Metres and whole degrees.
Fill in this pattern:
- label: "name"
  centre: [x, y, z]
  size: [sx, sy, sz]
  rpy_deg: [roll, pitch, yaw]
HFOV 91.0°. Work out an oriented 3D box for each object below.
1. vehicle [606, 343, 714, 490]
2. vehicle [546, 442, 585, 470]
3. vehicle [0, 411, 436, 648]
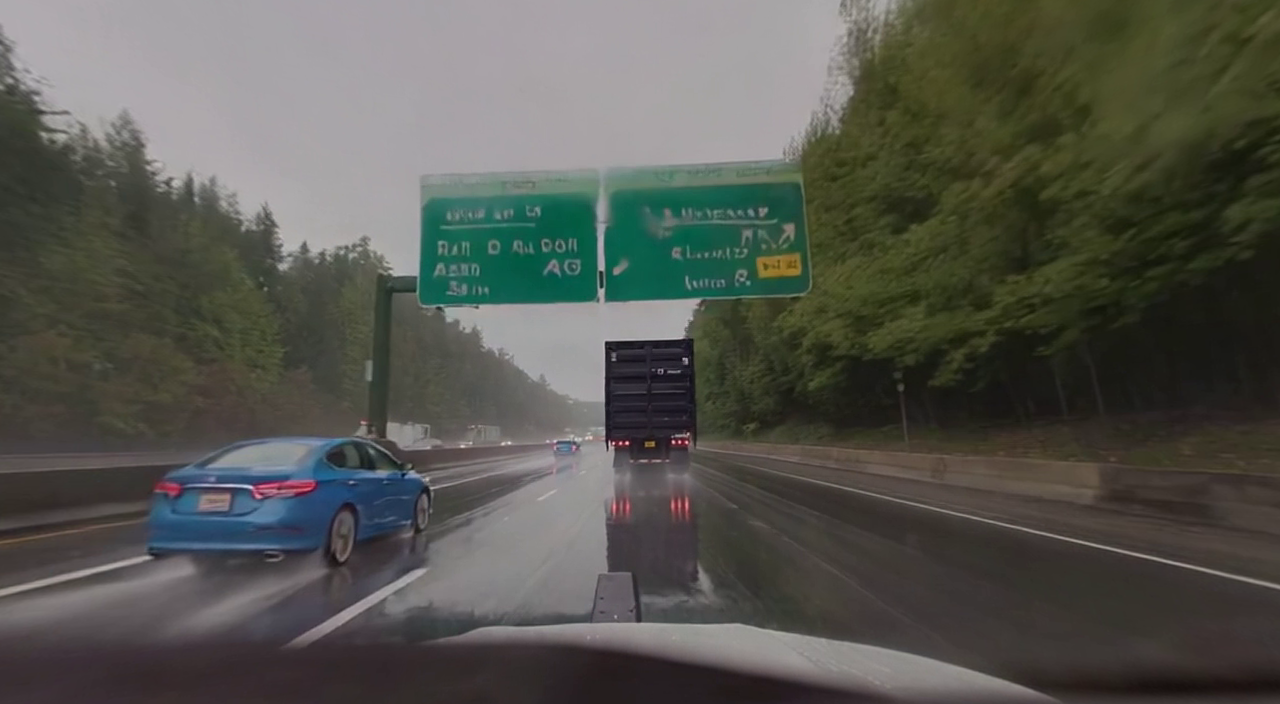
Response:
- label: "vehicle"
  centre: [0.543, 2.569, 23.370]
  size: [3.073, 4.196, 10.546]
  rpy_deg: [0, -8, 0]
- label: "vehicle"
  centre: [-4.374, 6.163, 37.583]
  size: [1.854, 1.530, 4.268]
  rpy_deg: [0, -8, 0]
- label: "vehicle"
  centre: [-4.071, 1.544, 6.712]
  size: [2.116, 1.571, 4.849]
  rpy_deg: [0, -8, 1]
